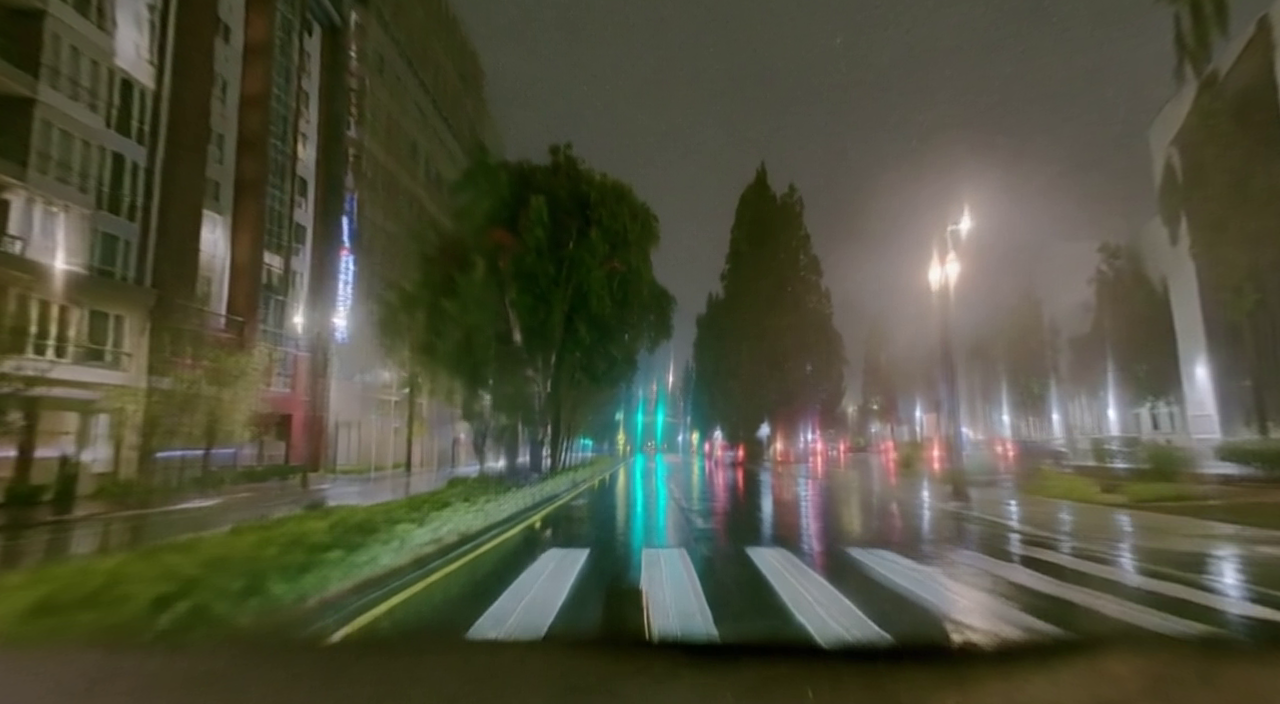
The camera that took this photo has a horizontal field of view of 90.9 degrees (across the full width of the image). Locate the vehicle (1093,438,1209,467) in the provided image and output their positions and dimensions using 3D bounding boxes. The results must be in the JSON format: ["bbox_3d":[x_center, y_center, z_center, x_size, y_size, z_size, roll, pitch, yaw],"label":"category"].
[{"bbox_3d":[27.415,5.392,33.889,4.560,1.444,1.929,-1,-8,-1],"label":"vehicle"}]

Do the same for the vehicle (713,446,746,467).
[{"bbox_3d":[6.915,8.098,49.135,1.948,1.511,4.623,0,-9,1],"label":"vehicle"}]

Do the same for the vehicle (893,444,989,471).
[{"bbox_3d":[16.323,5.716,34.304,4.276,1.397,1.786,0,-9,1],"label":"vehicle"}]

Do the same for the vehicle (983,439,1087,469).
[{"bbox_3d":[21.244,5.462,33.998,4.333,1.491,1.744,-1,-8,1],"label":"vehicle"}]
